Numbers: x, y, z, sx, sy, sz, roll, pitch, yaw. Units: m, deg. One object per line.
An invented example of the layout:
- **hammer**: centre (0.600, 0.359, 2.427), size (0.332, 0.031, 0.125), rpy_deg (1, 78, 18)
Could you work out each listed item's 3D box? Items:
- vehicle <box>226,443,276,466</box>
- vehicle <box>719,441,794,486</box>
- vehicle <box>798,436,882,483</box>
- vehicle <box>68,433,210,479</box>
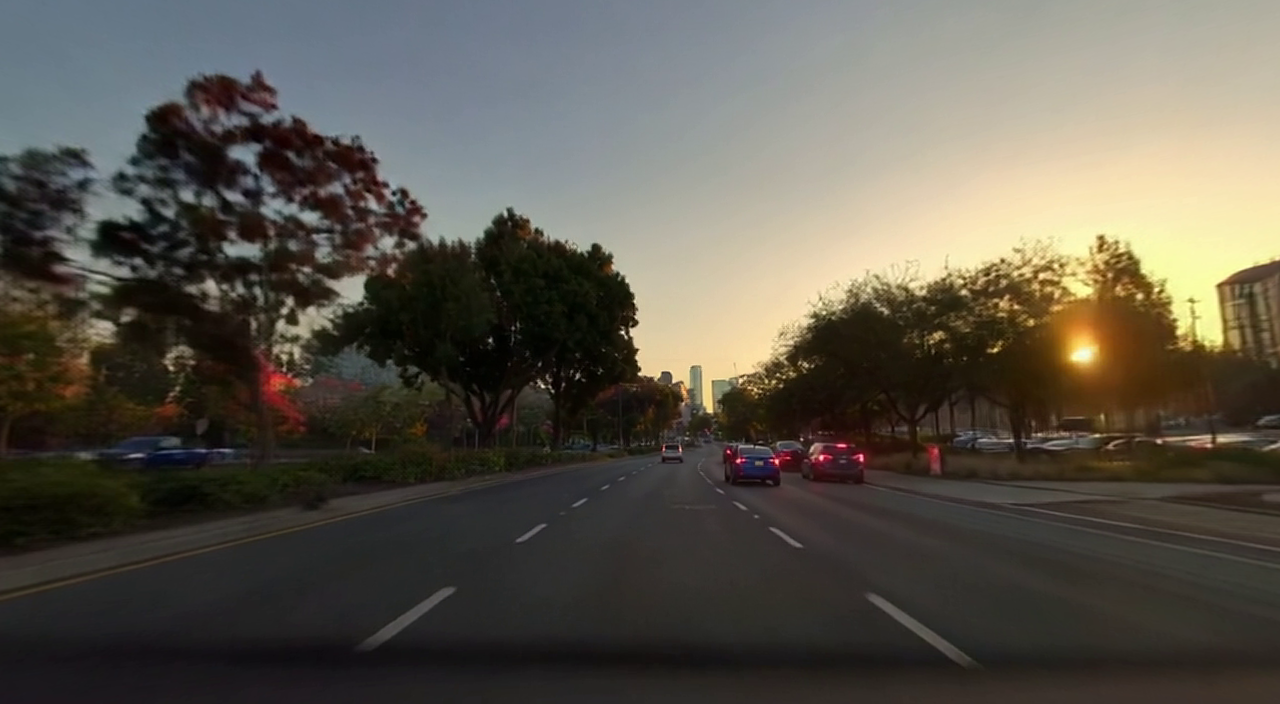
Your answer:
- **vehicle**: centre (-29.299, 7.667, 47.386), size (4.266, 1.583, 2.078), rpy_deg (-8, -12, 43)
- **vehicle**: centre (4.176, 4.065, 23.355), size (1.981, 1.499, 4.536), rpy_deg (0, -8, 1)
- **vehicle**: centre (8.357, 4.505, 26.808), size (2.104, 1.801, 4.628), rpy_deg (0, -8, 1)
- **vehicle**: centre (-19.446, 4.057, 24.796), size (2.140, 1.626, 4.526), rpy_deg (1, -8, -5)
